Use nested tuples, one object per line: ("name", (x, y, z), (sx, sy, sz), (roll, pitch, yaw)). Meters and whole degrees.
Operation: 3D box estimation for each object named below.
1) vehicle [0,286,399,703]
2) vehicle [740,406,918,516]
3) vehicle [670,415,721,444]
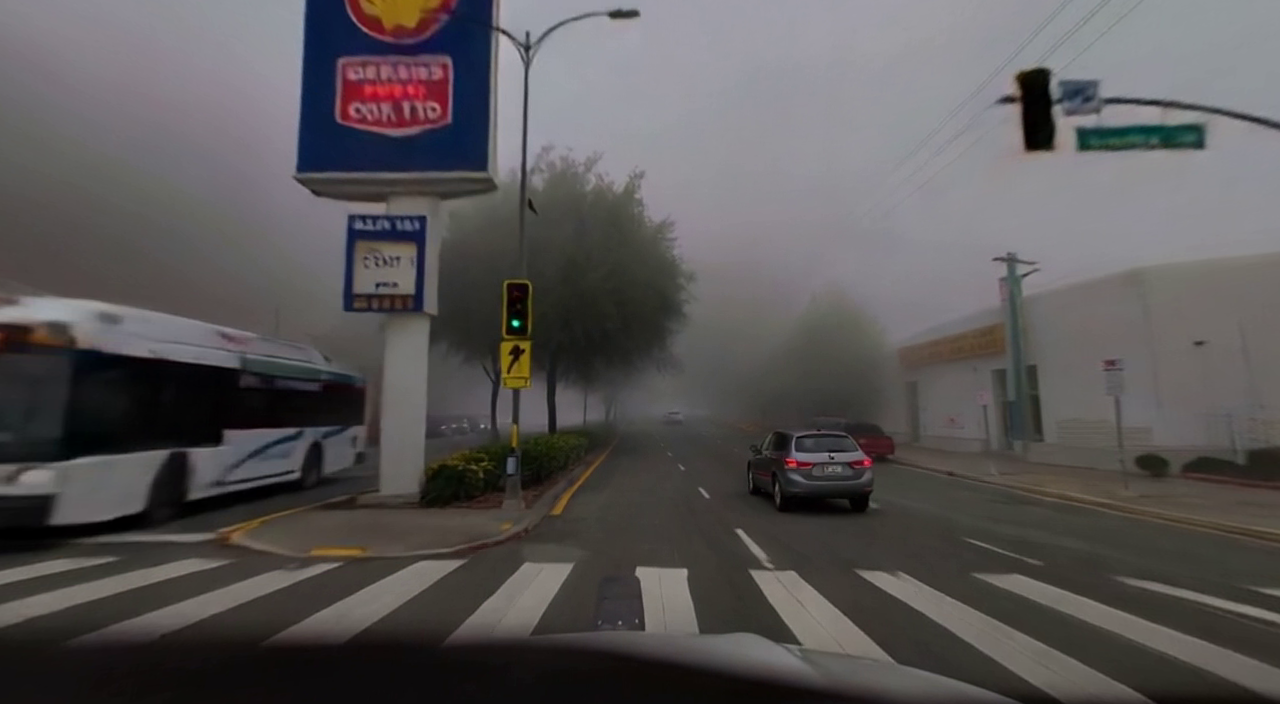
("vehicle", (-3.661, 1.071, 4.833), (2.189, 1.836, 4.693), (0, -12, -6))
("vehicle", (3.266, 1.997, 11.928), (1.999, 1.679, 4.217), (1, -8, -1))
("vehicle", (2.934, 4.250, 34.253), (2.282, 1.458, 4.362), (1, -8, -1))
